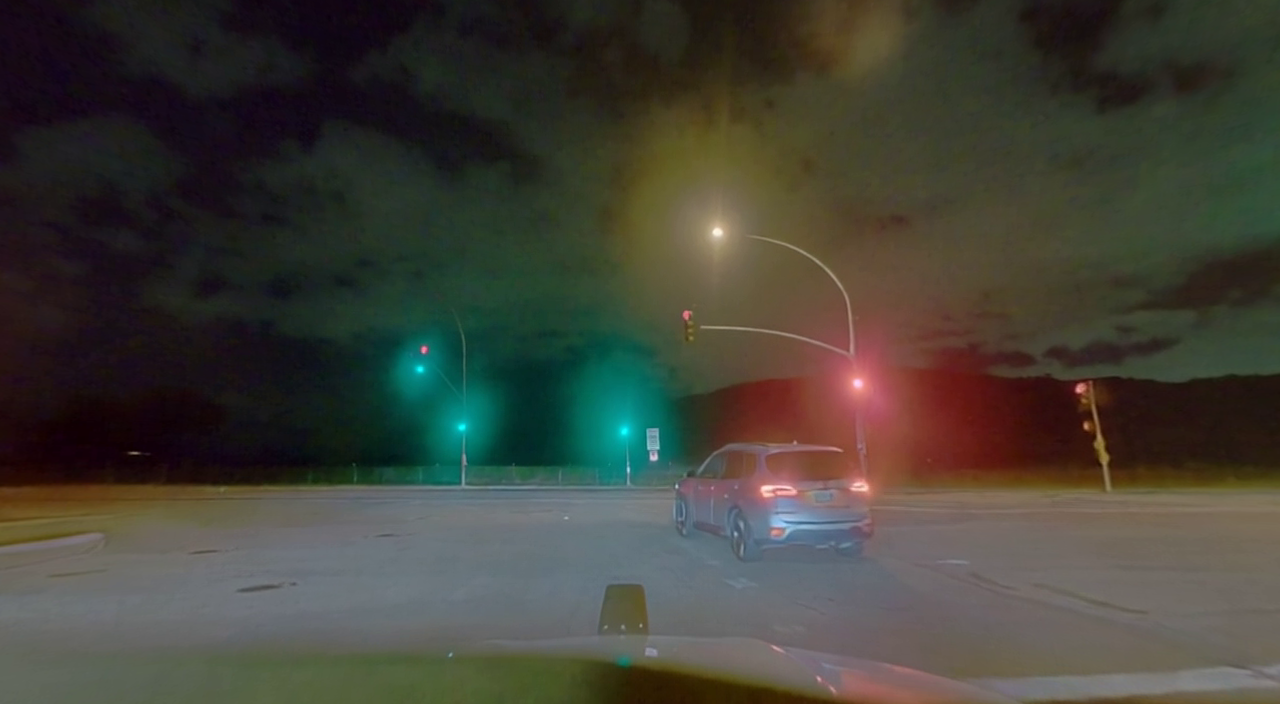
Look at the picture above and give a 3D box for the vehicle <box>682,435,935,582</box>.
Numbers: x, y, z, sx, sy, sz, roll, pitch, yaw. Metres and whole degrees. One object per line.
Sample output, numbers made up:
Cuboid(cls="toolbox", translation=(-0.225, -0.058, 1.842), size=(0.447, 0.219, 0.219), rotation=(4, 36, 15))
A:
Cuboid(cls="vehicle", translation=(2.155, 2.126, 9.524), size=(1.938, 1.648, 4.211), rotation=(2, -9, -12))
